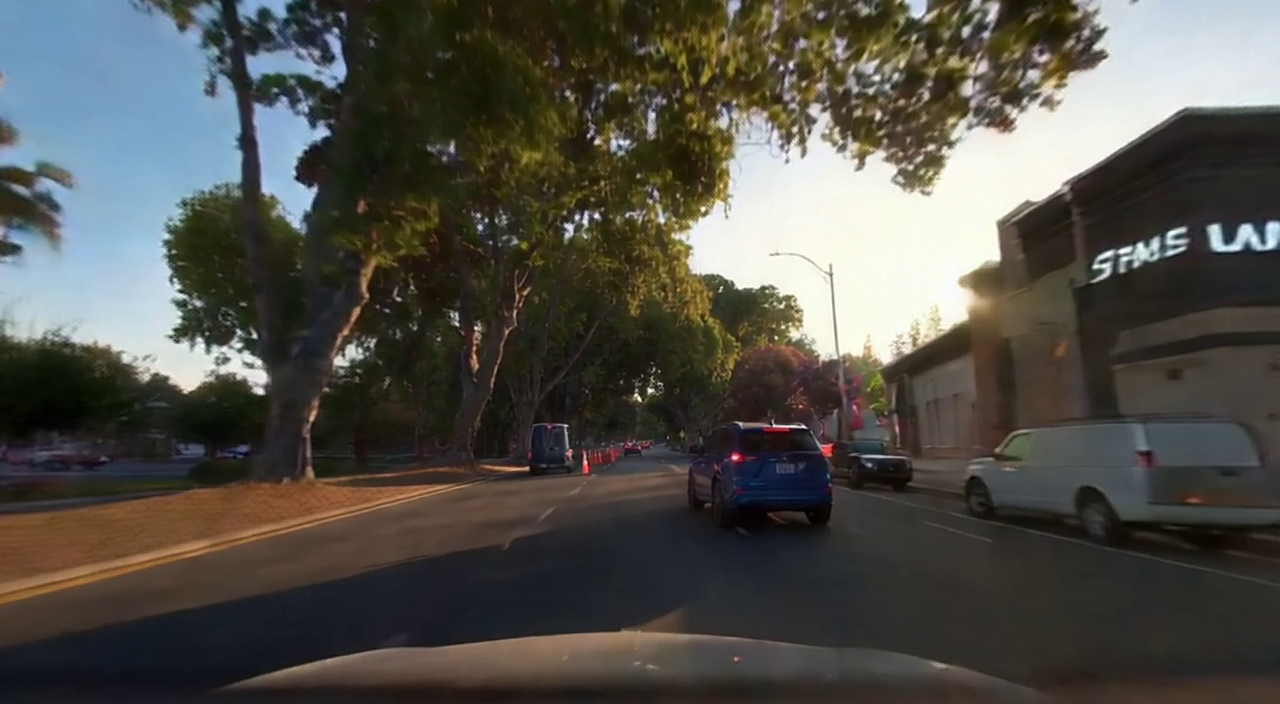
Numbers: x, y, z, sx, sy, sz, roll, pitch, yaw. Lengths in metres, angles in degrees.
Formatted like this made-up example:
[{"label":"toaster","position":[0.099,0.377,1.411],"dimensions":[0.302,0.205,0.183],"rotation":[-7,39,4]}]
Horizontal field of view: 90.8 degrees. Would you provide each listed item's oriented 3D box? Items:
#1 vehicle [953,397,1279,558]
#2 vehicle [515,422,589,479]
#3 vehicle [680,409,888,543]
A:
[{"label":"vehicle","position":[6.894,1.744,9.452],"dimensions":[1.945,1.797,4.591],"rotation":[0,-8,-2]},{"label":"vehicle","position":[-3.484,4.048,26.142],"dimensions":[2.357,2.063,5.488],"rotation":[0,-8,-1]},{"label":"vehicle","position":[2.026,1.920,10.408],"dimensions":[2.168,1.725,4.192],"rotation":[0,-8,-4]}]
